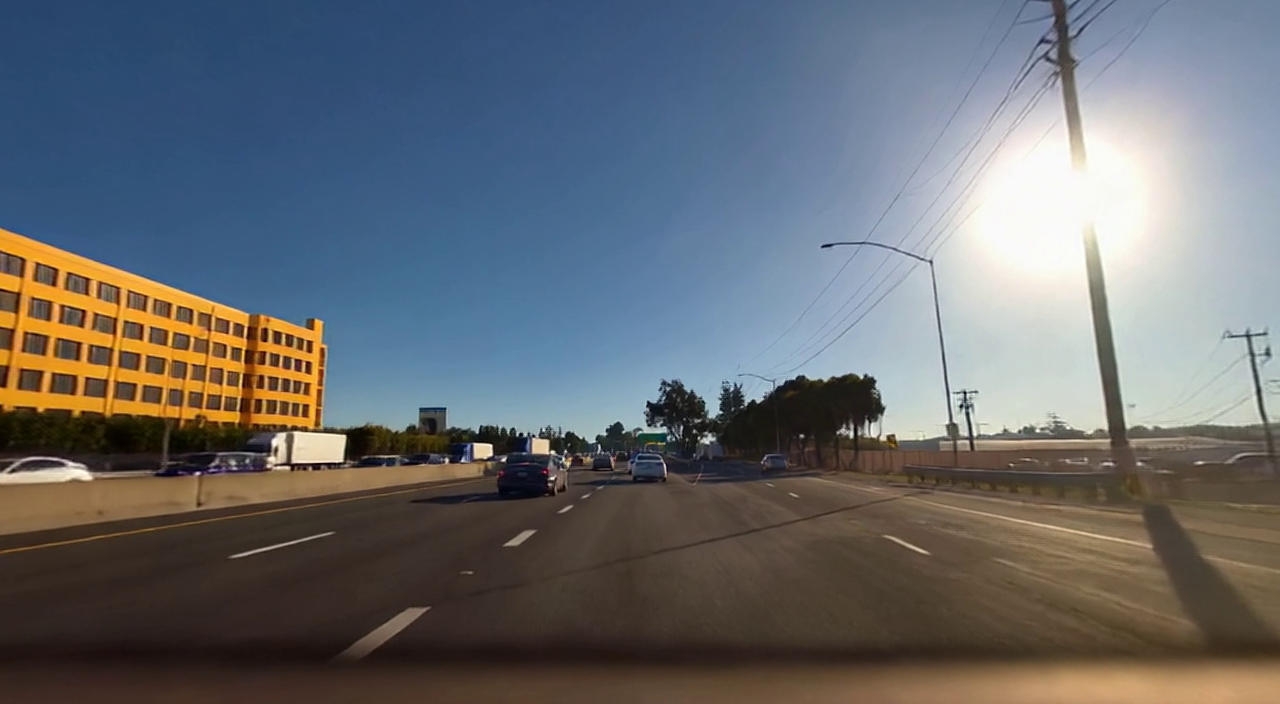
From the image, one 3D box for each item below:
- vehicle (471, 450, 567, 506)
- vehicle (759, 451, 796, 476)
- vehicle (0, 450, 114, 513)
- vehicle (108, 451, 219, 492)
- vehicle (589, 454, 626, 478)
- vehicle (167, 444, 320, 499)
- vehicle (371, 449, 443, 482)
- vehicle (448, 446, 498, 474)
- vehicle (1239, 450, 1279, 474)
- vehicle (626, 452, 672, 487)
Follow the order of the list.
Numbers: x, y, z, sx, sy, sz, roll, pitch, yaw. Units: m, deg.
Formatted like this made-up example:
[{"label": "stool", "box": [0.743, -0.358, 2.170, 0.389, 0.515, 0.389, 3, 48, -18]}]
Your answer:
[{"label": "vehicle", "box": [-3.697, 3.917, 20.170, 2.059, 1.508, 4.662, -1, -8, 1]}, {"label": "vehicle", "box": [10.709, 8.734, 49.601, 2.106, 1.817, 4.845, -1, -8, 4]}, {"label": "vehicle", "box": [-16.567, 3.353, 16.502, 1.880, 1.491, 4.310, 0, -8, 0]}, {"label": "vehicle", "box": [-24.138, 6.016, 32.192, 1.871, 1.886, 4.814, 0, -8, 0]}, {"label": "vehicle", "box": [-2.182, 7.819, 43.317, 2.034, 1.466, 4.363, -1, -8, 4]}, {"label": "vehicle", "box": [-12.419, 3.731, 20.189, 1.991, 1.537, 4.464, 0, -8, 0]}, {"label": "vehicle", "box": [-12.441, 6.072, 34.008, 2.037, 1.574, 4.757, -1, -8, 1]}, {"label": "vehicle", "box": [-12.551, 8.155, 47.893, 2.133, 1.970, 5.950, -1, -8, 0]}, {"label": "vehicle", "box": [43.483, 7.500, 43.001, 3.458, 1.409, 1.632, -3, -8, -2]}, {"label": "vehicle", "box": [0.450, 5.800, 31.392, 2.107, 1.538, 3.999, -1, -8, 1]}]
